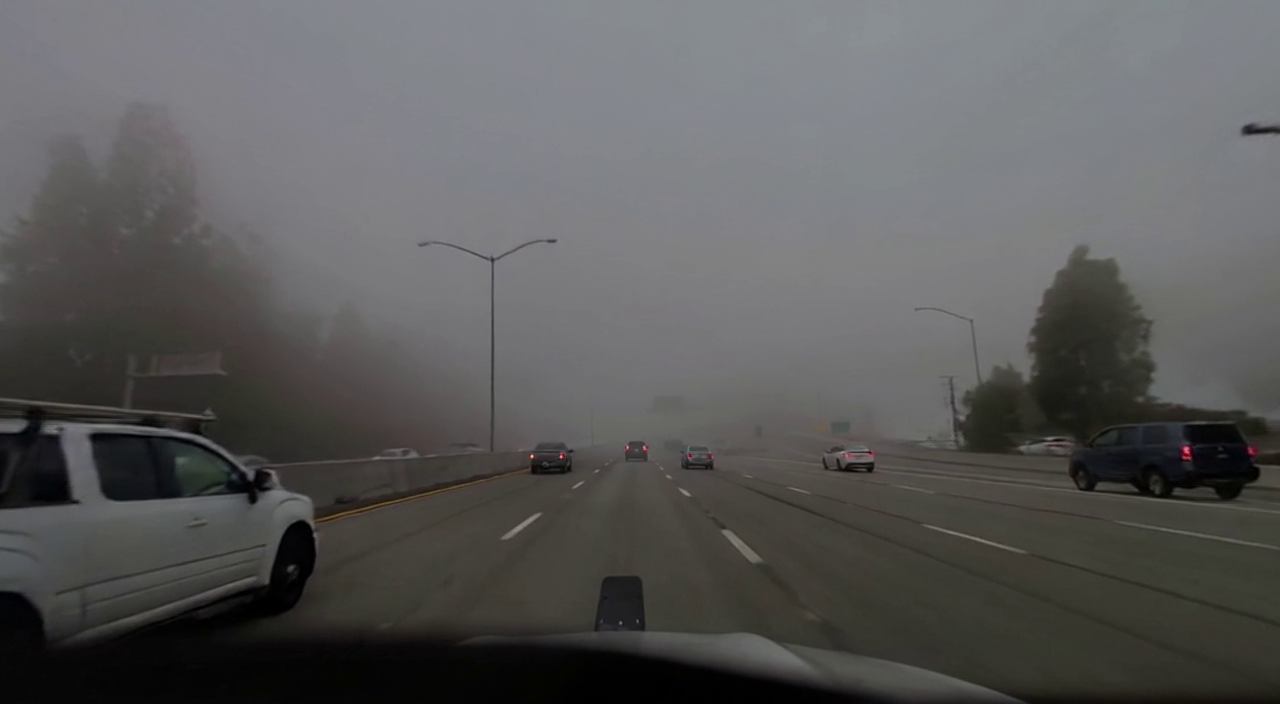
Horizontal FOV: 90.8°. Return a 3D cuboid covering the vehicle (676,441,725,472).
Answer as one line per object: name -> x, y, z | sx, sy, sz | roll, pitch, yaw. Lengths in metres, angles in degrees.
vehicle -> 3.057, 5.375, 32.823 | 2.007, 1.469, 4.337 | 0, -8, -2

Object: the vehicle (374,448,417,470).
vehicle -> -16.597, 7.236, 42.968 | 1.533, 1.384, 3.386 | 0, -8, 0

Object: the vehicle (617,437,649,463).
vehicle -> -0.516, 7.119, 46.023 | 2.192, 1.813, 4.864 | 0, -8, -1

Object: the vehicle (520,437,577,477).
vehicle -> -4.046, 4.729, 28.663 | 1.992, 1.651, 4.185 | 0, -8, -1

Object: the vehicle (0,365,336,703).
vehicle -> -3.612, 0.974, 3.078 | 2.119, 1.654, 4.353 | 0, -8, -1

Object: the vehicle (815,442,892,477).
vehicle -> 9.366, 4.736, 28.063 | 1.910, 1.384, 3.867 | 1, -8, -3

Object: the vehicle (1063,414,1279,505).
vehicle -> 12.908, 2.517, 15.141 | 2.076, 1.799, 4.871 | 0, -8, -1
